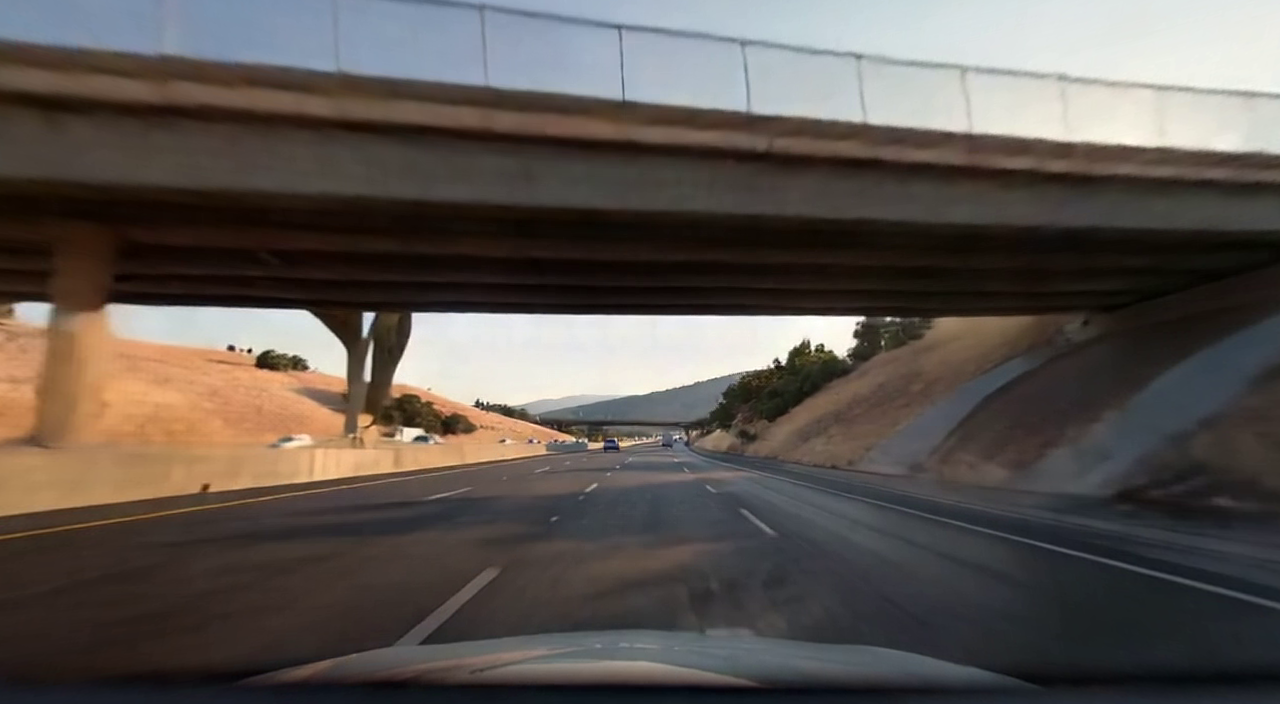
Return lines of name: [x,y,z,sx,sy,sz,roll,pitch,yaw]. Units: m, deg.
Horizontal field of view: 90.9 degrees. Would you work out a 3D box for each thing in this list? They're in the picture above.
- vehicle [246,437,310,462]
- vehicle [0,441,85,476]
vehicle: [-28.055,7.577,49.052,1.986,1.769,4.812,0,-9,1]
vehicle: [-28.250,4.773,28.528,1.861,1.478,4.806,0,-9,0]
